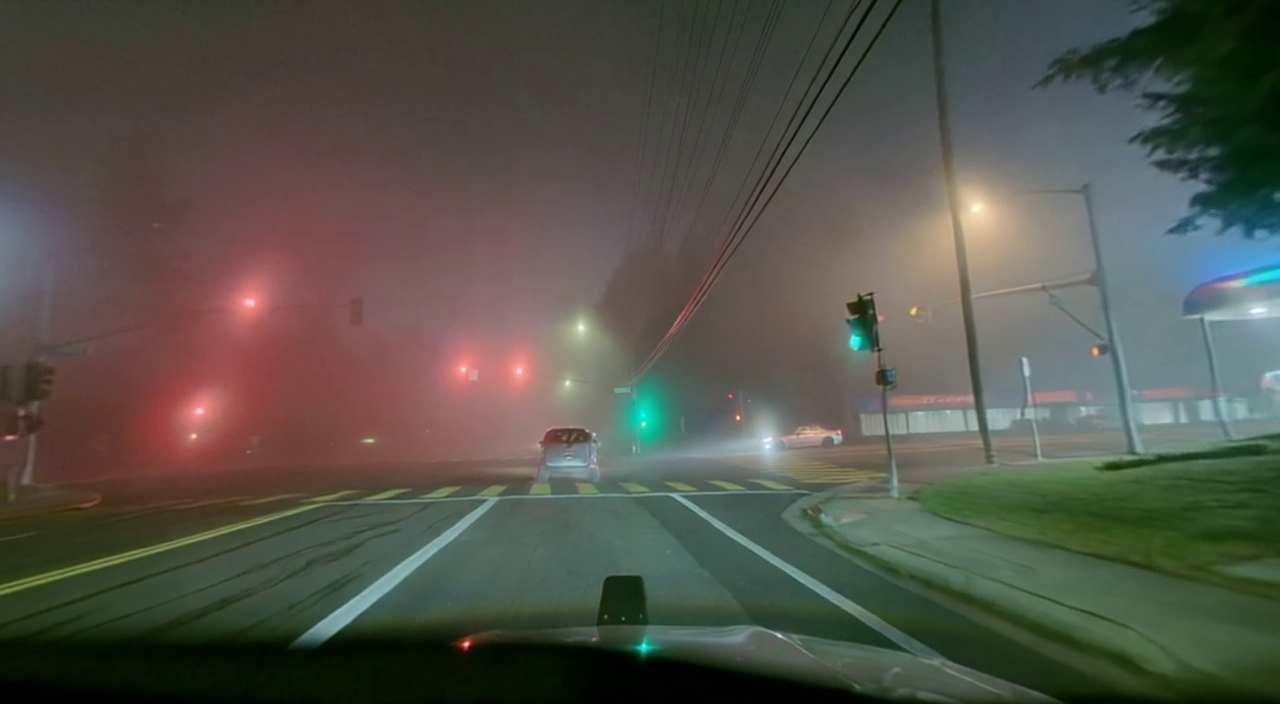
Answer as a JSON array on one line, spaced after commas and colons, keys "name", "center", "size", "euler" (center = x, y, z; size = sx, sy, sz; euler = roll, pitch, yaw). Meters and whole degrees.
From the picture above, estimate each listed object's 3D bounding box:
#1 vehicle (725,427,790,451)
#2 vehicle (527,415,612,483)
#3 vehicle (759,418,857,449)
[{"name": "vehicle", "center": [7.768, 5.767, 41.712], "size": [3.990, 1.548, 1.780], "euler": [0, -8, 4]}, {"name": "vehicle", "center": [-2.141, 3.023, 19.746], "size": [2.300, 1.868, 4.690], "euler": [1, -8, -5]}, {"name": "vehicle", "center": [9.839, 4.825, 37.038], "size": [5.149, 1.725, 1.964], "euler": [0, -8, -4]}]
